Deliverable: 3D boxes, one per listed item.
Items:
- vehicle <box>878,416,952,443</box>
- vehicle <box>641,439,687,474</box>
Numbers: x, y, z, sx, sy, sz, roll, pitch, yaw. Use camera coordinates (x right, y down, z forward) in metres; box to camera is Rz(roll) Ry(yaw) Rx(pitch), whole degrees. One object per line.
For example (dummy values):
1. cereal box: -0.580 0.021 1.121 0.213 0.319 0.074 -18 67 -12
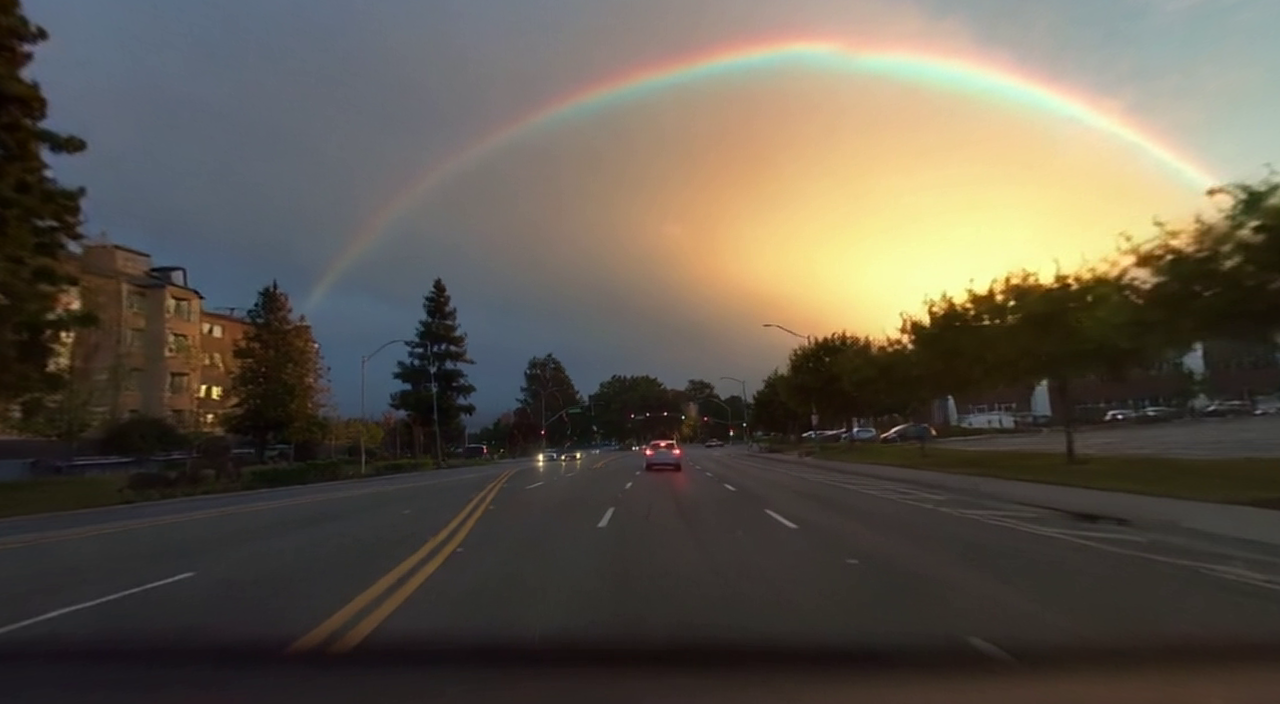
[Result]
1. vehicle: 19.925 5.671 45.948 4.359 1.849 2.152 -1 -8 3
2. vehicle: 1.211 5.249 31.875 2.181 1.639 4.127 0 -9 2
